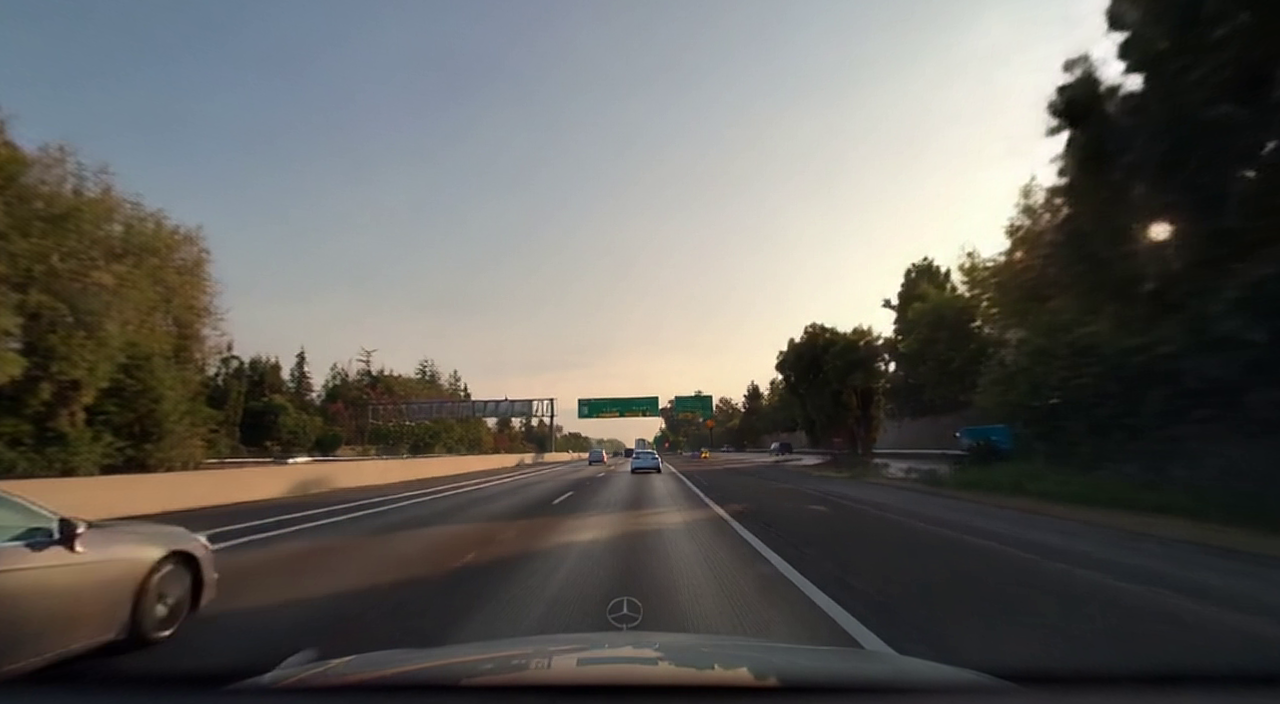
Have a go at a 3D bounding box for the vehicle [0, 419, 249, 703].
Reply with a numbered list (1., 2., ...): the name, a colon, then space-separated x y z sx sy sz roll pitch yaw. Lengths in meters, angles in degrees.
1. vehicle: -3.900 0.983 2.421 2.062 1.474 4.151 0 -9 1

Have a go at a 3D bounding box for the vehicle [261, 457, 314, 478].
1. vehicle: -26.055 8.518 46.725 1.807 1.484 3.871 0 -9 -2

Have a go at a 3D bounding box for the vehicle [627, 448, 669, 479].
1. vehicle: 0.413 5.590 31.834 2.002 1.449 3.612 0 -9 0
